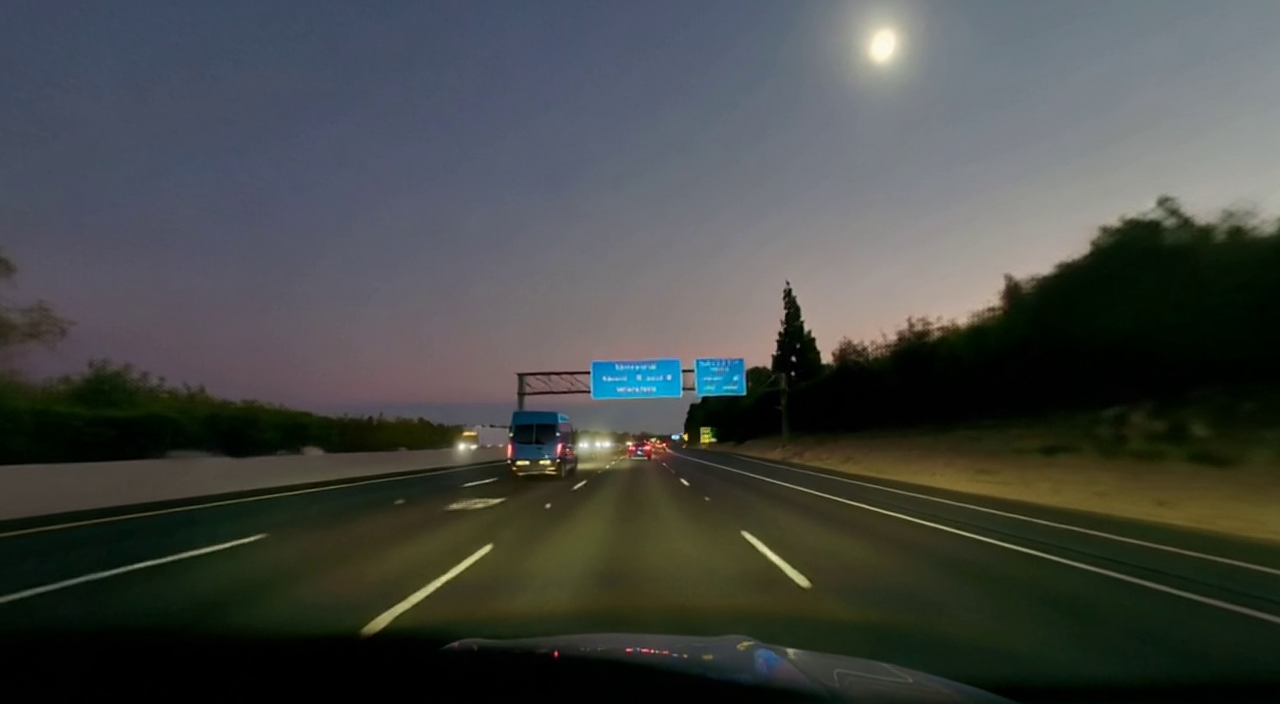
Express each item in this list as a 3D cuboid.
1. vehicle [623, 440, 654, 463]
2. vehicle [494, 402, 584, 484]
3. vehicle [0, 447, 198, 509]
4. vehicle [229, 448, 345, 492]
[{"bbox_3d":[-0.103,7.410,46.956,2.183,1.662,3.968,0,-9,0],"label":"vehicle"},{"bbox_3d":[-3.648,3.500,24.169,2.382,2.736,5.982,0,-9,0],"label":"vehicle"},{"bbox_3d":[-16.145,3.706,19.139,1.955,1.643,4.652,0,-9,1],"label":"vehicle"},{"bbox_3d":[-12.397,4.138,22.456,1.794,1.423,3.910,0,-9,1],"label":"vehicle"}]
